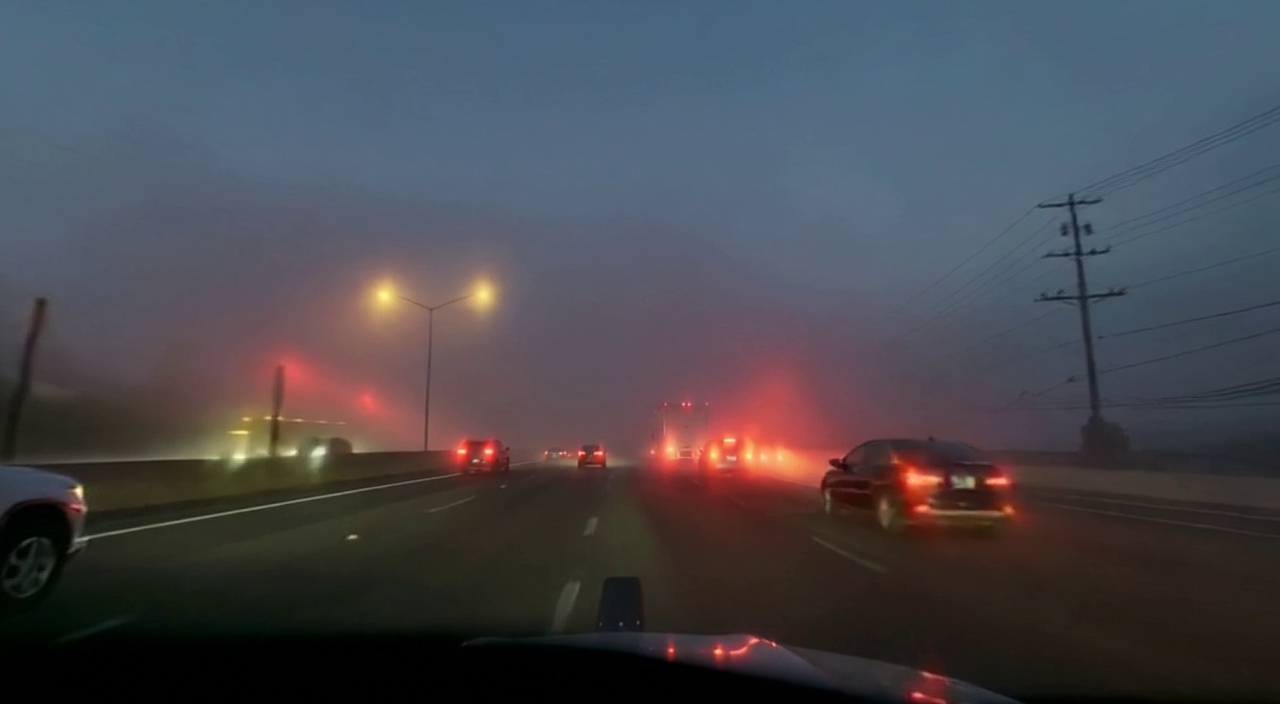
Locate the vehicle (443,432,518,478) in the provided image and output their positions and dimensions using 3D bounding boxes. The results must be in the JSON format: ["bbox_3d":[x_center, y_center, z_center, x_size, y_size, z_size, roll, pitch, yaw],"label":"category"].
[{"bbox_3d":[-6.843,4.481,27.632,2.147,1.825,4.602,1,-8,-1],"label":"vehicle"}]

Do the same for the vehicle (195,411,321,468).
[{"bbox_3d":[-29.605,6.946,49.811,3.018,3.937,11.431,1,-9,-2],"label":"vehicle"}]

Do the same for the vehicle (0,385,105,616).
[{"bbox_3d":[-5.779,0.895,3.303,2.127,1.705,4.374,1,-9,-2],"label":"vehicle"}]

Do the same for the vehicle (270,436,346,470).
[{"bbox_3d":[-15.738,4.805,30.070,1.665,1.476,3.651,0,-8,-1],"label":"vehicle"}]

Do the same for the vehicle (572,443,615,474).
[{"bbox_3d":[-2.426,5.700,34.015,2.060,1.508,4.308,1,-8,-1],"label":"vehicle"}]

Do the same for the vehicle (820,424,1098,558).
[{"bbox_3d":[4.505,2.014,9.830,1.978,1.607,4.245,1,-9,-2],"label":"vehicle"}]

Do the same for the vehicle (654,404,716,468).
[{"bbox_3d":[2.961,6.089,45.185,3.045,3.923,11.834,1,-9,-2],"label":"vehicle"}]

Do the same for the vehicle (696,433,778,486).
[{"bbox_3d":[3.566,4.074,24.170,2.182,1.782,4.800,1,-9,-2],"label":"vehicle"}]
